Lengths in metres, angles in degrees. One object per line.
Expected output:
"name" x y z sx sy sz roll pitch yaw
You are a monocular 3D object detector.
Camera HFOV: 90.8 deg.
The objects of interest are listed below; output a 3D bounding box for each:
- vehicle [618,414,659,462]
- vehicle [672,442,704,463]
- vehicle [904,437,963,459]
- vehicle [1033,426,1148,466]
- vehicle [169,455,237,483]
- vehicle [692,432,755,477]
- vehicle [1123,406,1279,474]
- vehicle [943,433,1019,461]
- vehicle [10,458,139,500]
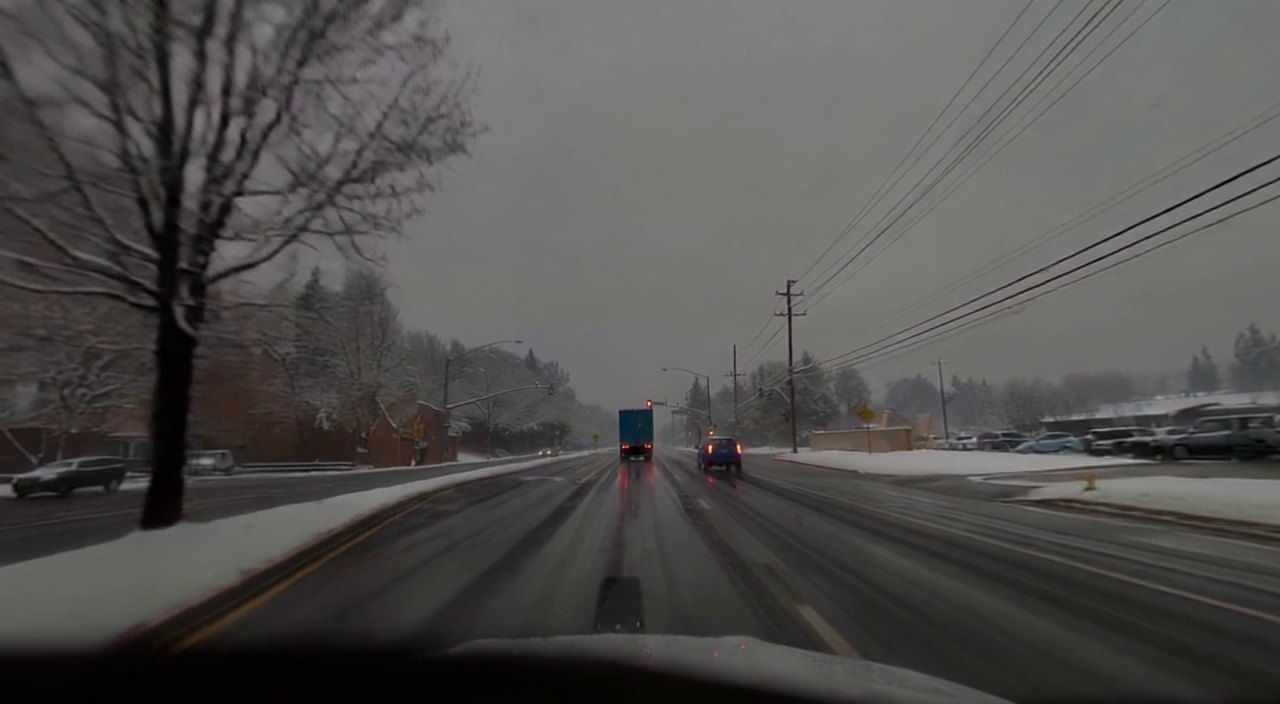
"vehicle" -0.096 6.665 48.467 2.889 3.347 8.285 0 -9 0
"vehicle" 3.661 7.734 48.743 2.146 1.474 4.564 0 -9 0
"vehicle" 20.700 6.790 44.790 1.887 1.448 4.723 0 -9 0
"vehicle" 20.819 4.390 29.460 1.917 1.682 4.575 0 -9 -1
"vehicle" -31.294 8.321 45.423 2.099 1.801 4.957 1 -9 -11
"vehicle" 3.570 4.508 27.966 2.086 1.803 4.607 0 -9 -1
"vehicle" 20.741 3.146 22.382 2.529 2.086 5.902 0 -9 0
"vehicle" 20.541 5.757 38.326 2.010 1.567 4.519 0 -9 -1
"vehicle" -26.116 5.853 29.438 2.188 1.669 4.546 1 -9 -8
